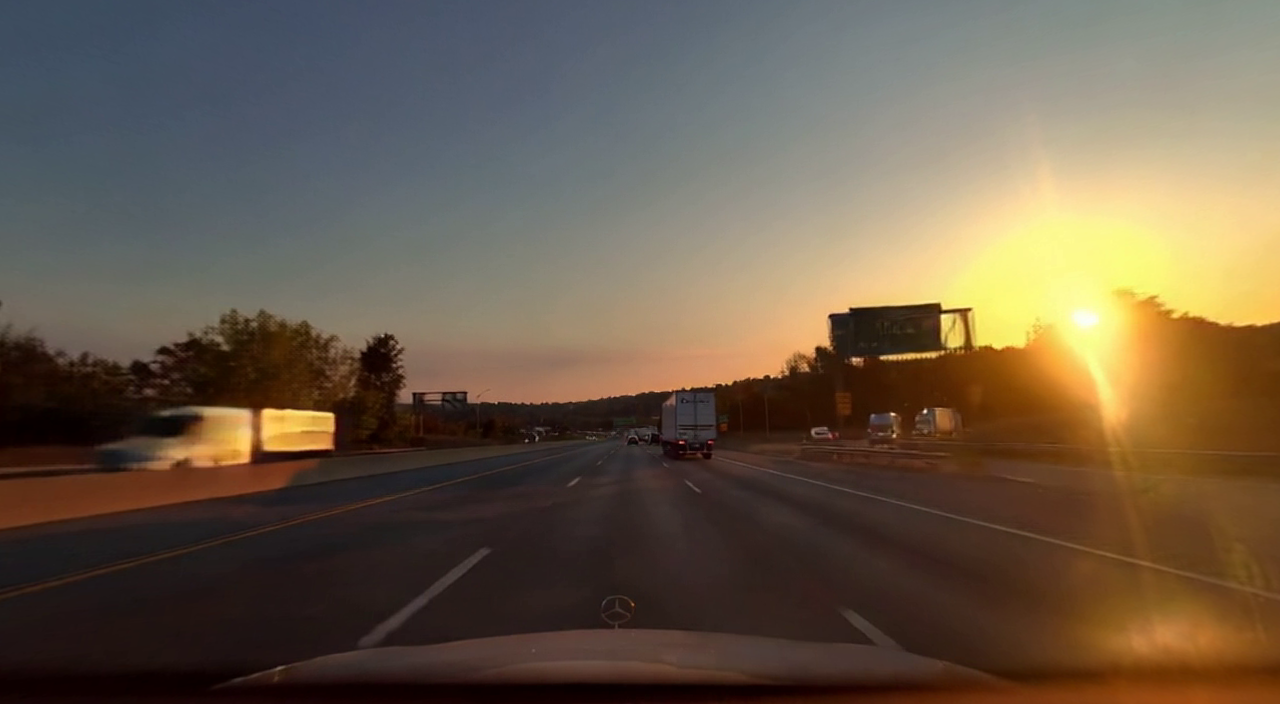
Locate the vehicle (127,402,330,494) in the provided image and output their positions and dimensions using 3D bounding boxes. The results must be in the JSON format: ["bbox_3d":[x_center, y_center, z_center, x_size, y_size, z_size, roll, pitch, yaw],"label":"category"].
[{"bbox_3d":[-16.568,3.982,26.437,2.818,3.191,8.511,0,-8,0],"label":"vehicle"}]

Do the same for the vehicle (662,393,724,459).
[{"bbox_3d":[3.521,5.559,46.101,2.976,4.064,14.619,0,-8,-1],"label":"vehicle"}]
